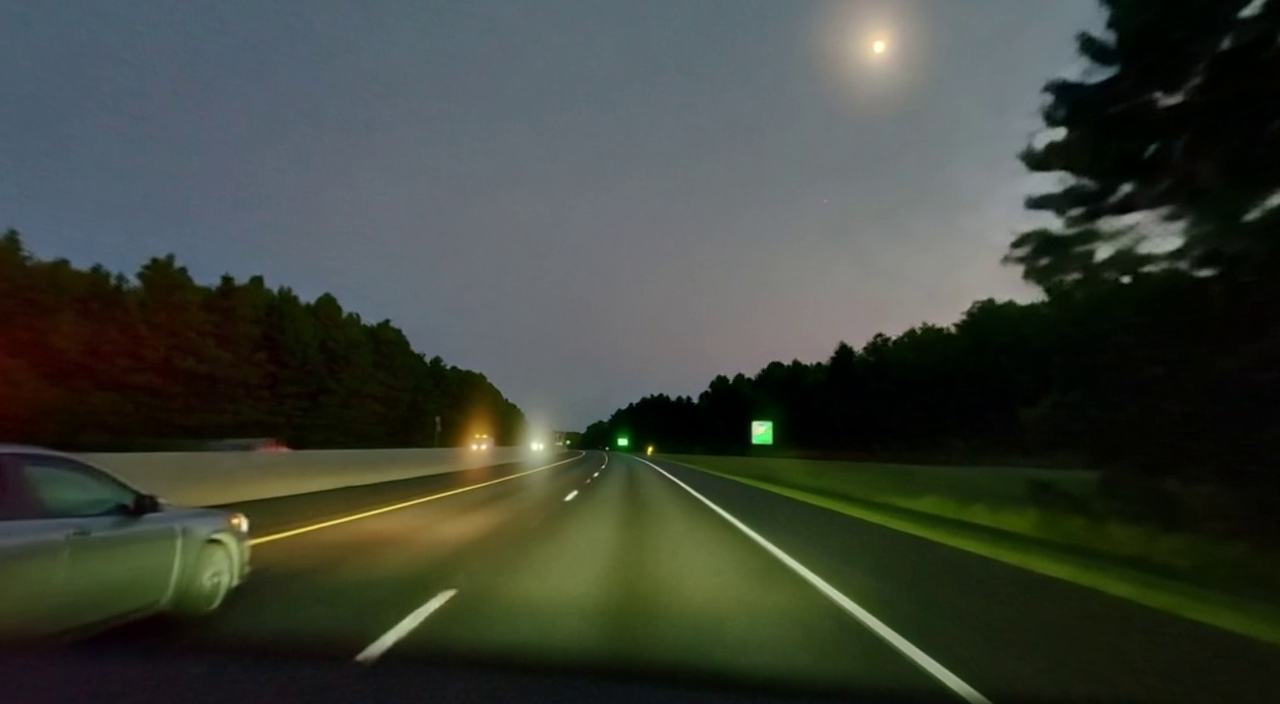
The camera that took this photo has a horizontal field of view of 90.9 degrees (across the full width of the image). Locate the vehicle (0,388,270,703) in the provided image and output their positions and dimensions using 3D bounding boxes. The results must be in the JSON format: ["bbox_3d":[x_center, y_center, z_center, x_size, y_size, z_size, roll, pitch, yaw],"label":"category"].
[{"bbox_3d":[-3.854,0.941,2.825,1.990,1.532,3.911,0,-9,0],"label":"vehicle"}]
